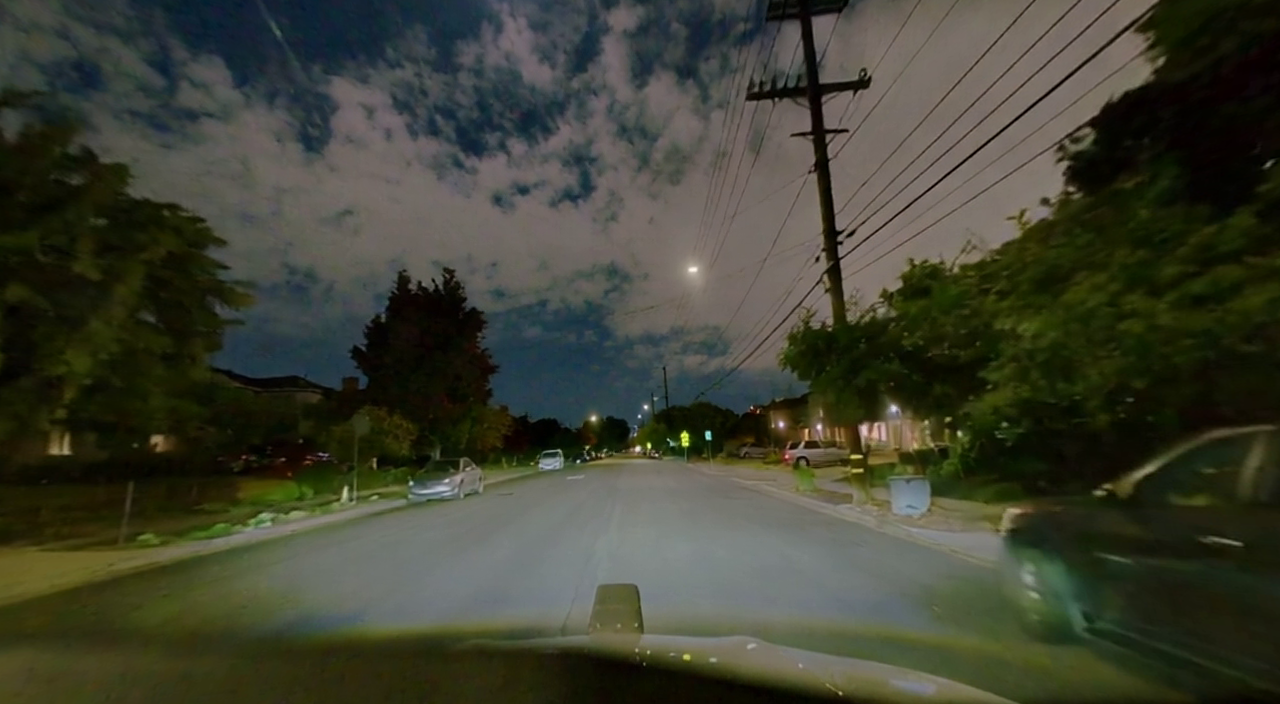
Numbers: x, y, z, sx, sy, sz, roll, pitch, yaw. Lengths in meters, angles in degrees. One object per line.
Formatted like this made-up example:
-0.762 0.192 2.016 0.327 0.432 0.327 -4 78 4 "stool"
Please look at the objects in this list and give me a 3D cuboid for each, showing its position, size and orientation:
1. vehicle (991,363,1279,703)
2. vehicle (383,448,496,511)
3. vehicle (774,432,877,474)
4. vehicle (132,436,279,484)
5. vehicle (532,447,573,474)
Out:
3.701 0.886 2.381 2.091 1.731 4.410 0 -9 -2 "vehicle"
-6.156 3.920 19.977 2.022 1.550 4.669 -4 -8 0 "vehicle"
10.114 5.534 34.701 4.822 1.864 2.100 -3 -8 -5 "vehicle"
-17.119 4.249 25.138 4.123 1.787 2.194 1 -9 -8 "vehicle"
-6.341 7.943 46.414 2.162 1.757 5.201 -2 -9 1 "vehicle"
